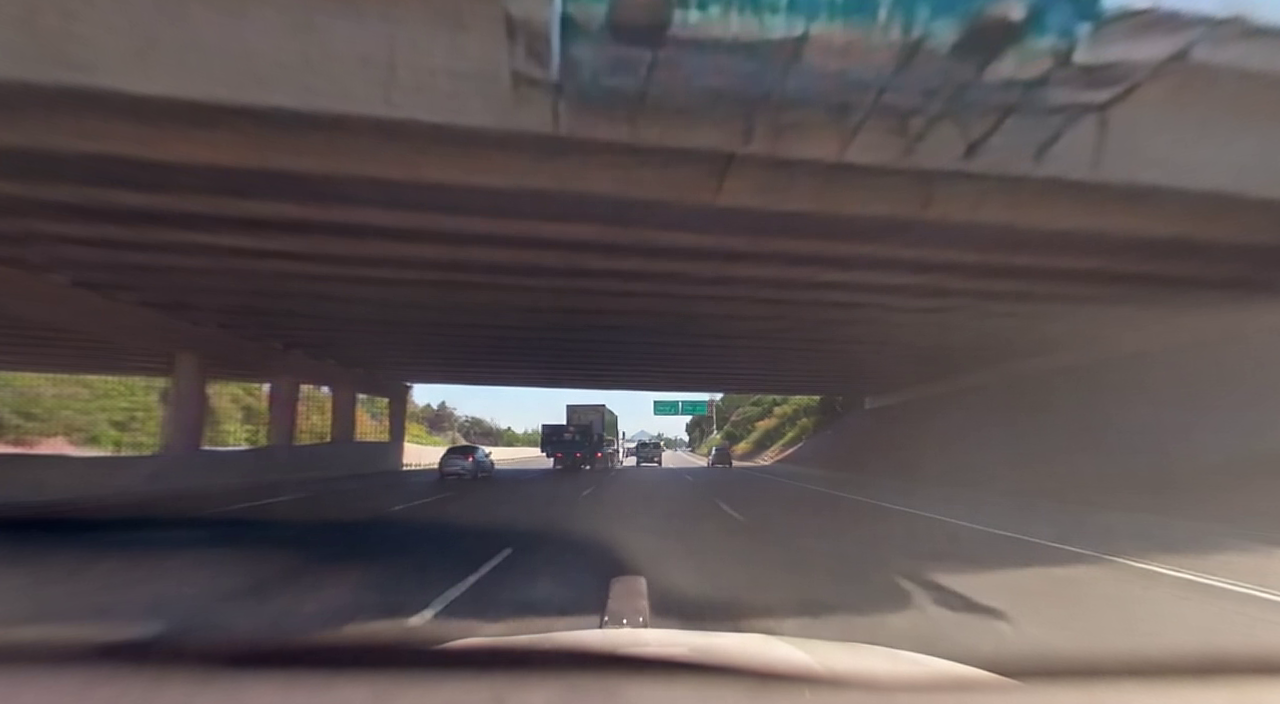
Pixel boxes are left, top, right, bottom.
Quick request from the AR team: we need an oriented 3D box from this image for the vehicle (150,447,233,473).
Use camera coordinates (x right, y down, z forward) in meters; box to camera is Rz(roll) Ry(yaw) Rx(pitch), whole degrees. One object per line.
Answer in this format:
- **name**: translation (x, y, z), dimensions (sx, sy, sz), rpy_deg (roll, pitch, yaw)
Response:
- **vehicle**: translation (-27.951, 6.733, 39.498), dimensions (1.796, 1.460, 4.461), rpy_deg (-1, -8, 2)

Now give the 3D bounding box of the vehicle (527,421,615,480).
- **vehicle**: translation (-3.194, 5.286, 34.309), dimensions (2.854, 2.379, 16.653), rpy_deg (0, -8, 0)

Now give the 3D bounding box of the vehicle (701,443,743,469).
- **vehicle**: translation (4.976, 6.411, 38.977), dimensions (1.993, 1.474, 4.230), rpy_deg (0, -8, 0)

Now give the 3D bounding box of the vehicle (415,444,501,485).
- **vehicle**: translation (-7.160, 4.446, 25.329), dimensions (1.965, 1.437, 4.592), rpy_deg (-1, -8, 2)

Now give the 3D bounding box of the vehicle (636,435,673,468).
- **vehicle**: translation (0.949, 6.537, 41.596), dimensions (2.309, 2.023, 5.130), rpy_deg (0, -8, 1)
